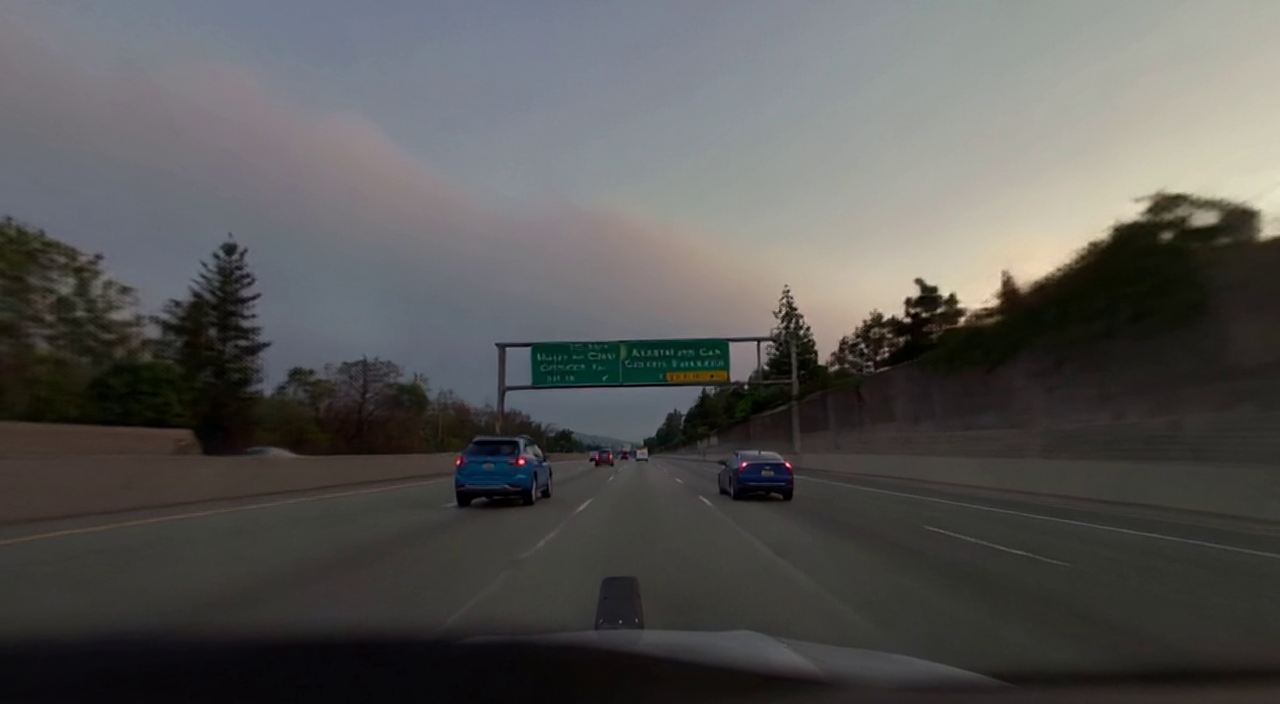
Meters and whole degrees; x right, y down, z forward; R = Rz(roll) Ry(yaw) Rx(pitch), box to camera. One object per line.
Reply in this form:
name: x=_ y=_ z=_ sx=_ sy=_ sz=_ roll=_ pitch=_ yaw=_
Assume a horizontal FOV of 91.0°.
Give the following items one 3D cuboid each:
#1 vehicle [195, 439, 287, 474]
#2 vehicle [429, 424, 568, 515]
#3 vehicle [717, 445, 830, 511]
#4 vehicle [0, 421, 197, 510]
vehicle: x=-21.503 y=5.657 z=34.219 sx=1.978 sy=1.716 sz=4.532 roll=0 pitch=-9 yaw=0
vehicle: x=-3.029 y=2.651 z=14.623 sx=2.137 sy=1.756 sz=4.453 roll=0 pitch=-9 yaw=1
vehicle: x=3.330 y=3.215 z=16.589 sx=1.979 sy=1.486 sz=4.125 roll=0 pitch=-9 yaw=-1
vehicle: x=-11.836 y=2.308 z=13.215 sx=1.902 sy=1.539 sz=4.310 roll=0 pitch=-9 yaw=0
